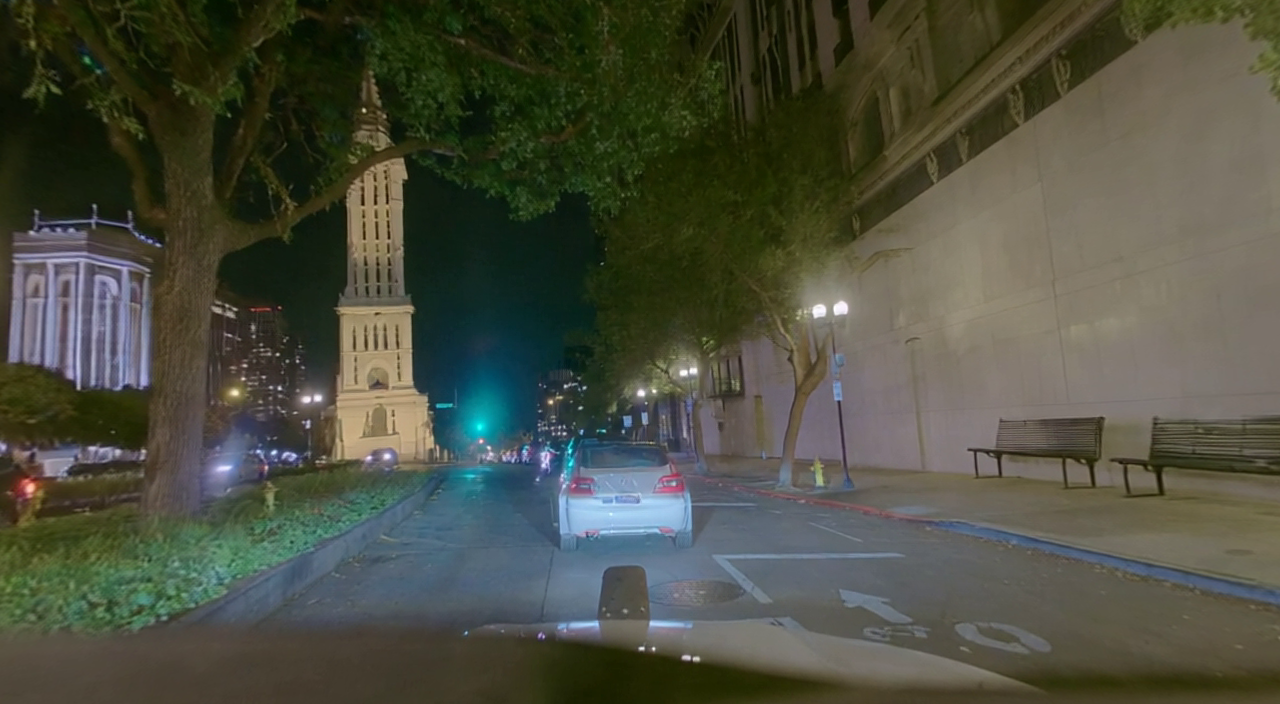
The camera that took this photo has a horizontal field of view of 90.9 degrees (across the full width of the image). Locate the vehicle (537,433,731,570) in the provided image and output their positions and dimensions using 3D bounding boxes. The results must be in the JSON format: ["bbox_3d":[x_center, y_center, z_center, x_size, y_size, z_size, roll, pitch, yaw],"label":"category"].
[{"bbox_3d":[-0.251,1.939,9.017,2.142,1.475,4.051,1,-8,-6],"label":"vehicle"}]

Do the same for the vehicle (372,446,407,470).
[{"bbox_3d":[-19.151,8.100,48.295,2.179,1.698,4.549,3,-9,-19],"label":"vehicle"}]
